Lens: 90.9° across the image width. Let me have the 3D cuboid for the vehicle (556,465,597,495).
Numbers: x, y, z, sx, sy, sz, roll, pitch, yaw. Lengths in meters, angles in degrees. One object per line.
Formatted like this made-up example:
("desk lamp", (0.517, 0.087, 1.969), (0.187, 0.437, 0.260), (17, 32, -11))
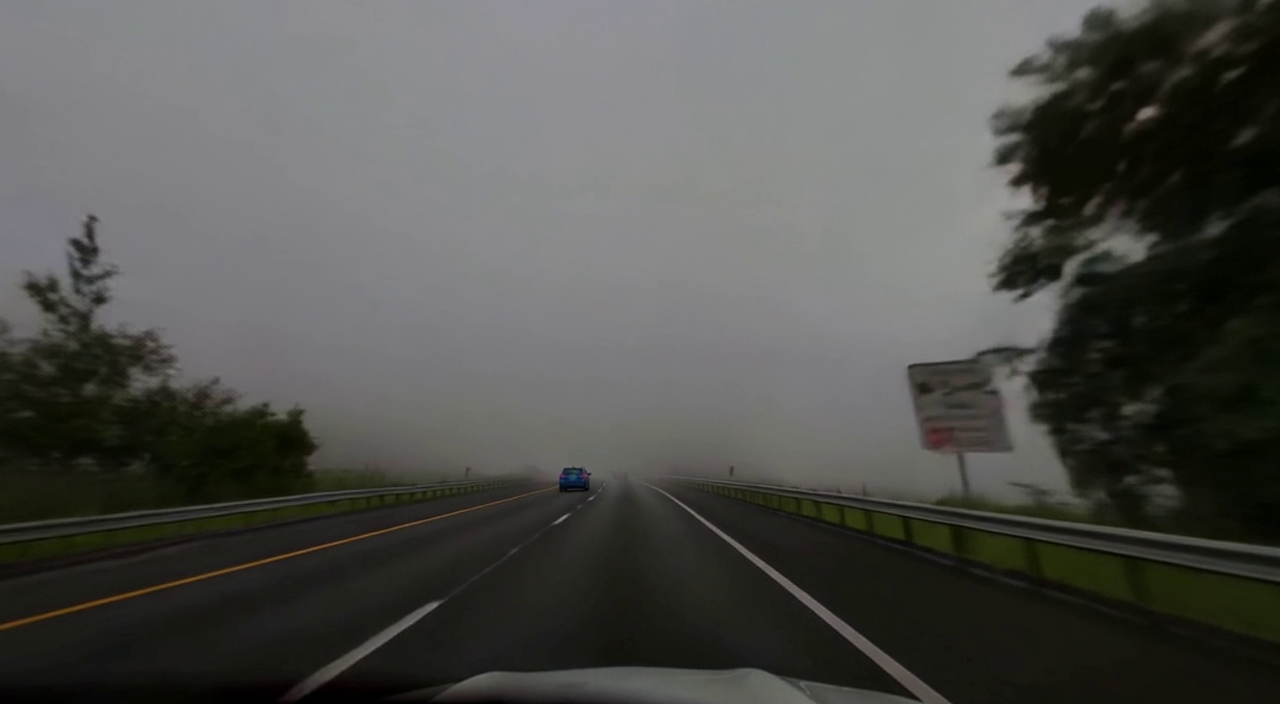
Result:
("vehicle", (-3.547, 7.274, 36.022), (1.967, 1.556, 4.364), (1, -10, -1))
